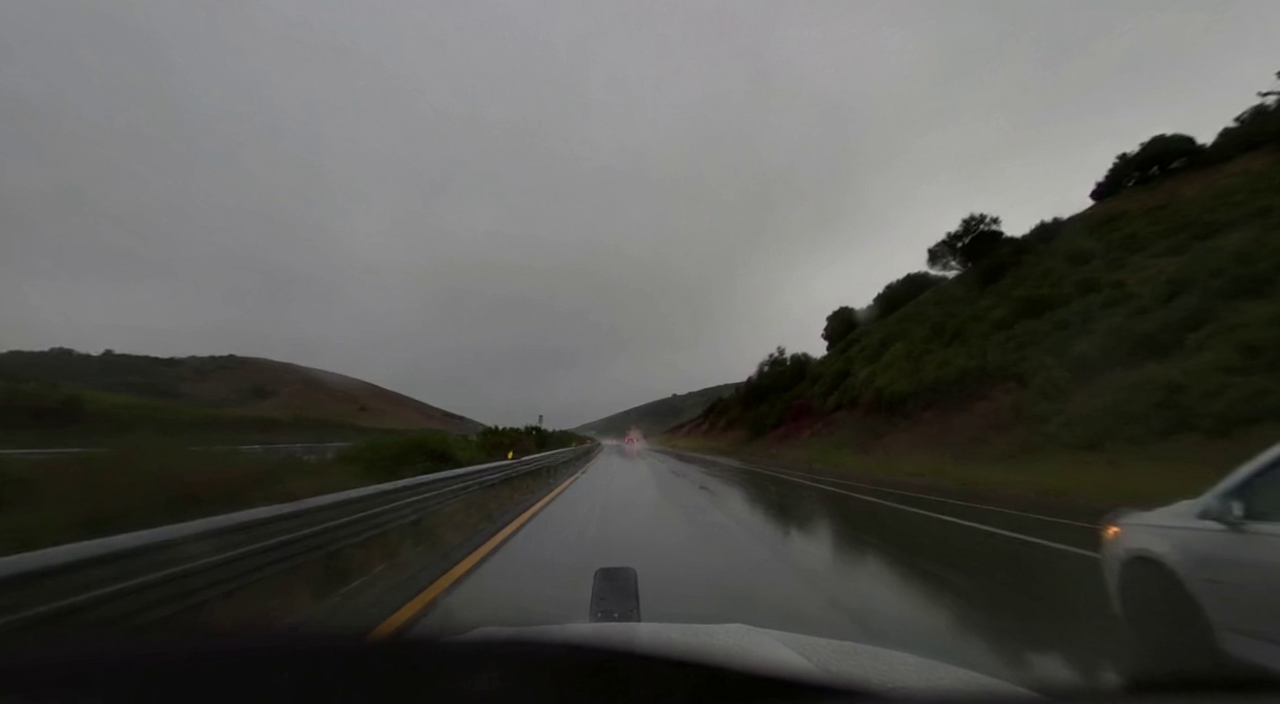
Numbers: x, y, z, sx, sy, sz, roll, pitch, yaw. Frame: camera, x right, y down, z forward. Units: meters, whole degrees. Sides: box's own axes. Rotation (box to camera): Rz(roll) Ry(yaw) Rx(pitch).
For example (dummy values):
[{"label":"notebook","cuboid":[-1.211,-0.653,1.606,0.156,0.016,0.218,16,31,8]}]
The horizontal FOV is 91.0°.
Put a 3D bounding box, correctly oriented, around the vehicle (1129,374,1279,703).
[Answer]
[{"label":"vehicle","cuboid":[3.432,0.652,0.935,2.052,1.545,4.124,0,-8,0]}]
